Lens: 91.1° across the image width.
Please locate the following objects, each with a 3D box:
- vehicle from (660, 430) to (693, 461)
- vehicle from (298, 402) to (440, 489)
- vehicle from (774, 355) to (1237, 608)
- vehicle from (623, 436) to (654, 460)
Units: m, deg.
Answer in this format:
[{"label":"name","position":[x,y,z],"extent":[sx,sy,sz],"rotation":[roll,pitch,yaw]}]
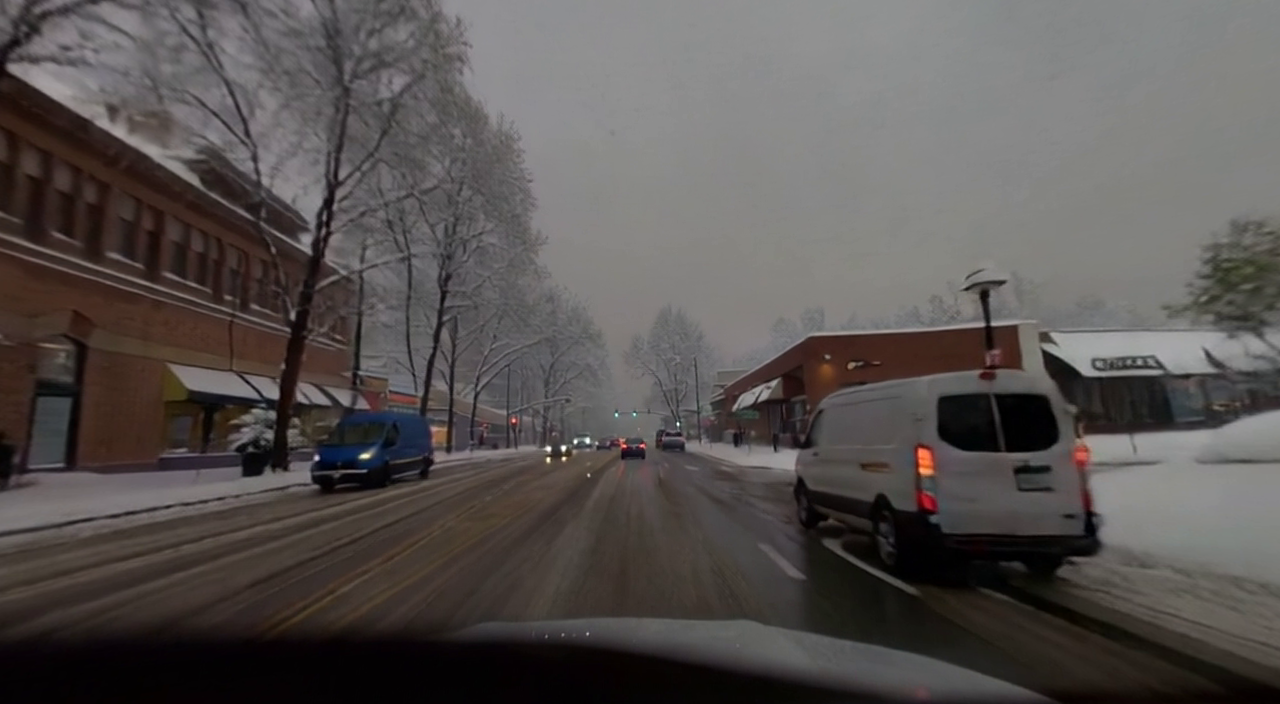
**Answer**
[{"label":"vehicle","position":[2.582,6.434,43.504],"extent":[2.147,1.968,4.478],"rotation":[-1,-8,5]},{"label":"vehicle","position":[-9.053,3.204,21.803],"extent":[2.348,2.588,5.860],"rotation":[0,-8,-1]},{"label":"vehicle","position":[3.453,1.368,7.603],"extent":[2.357,1.986,5.136],"rotation":[0,-8,-2]},{"label":"vehicle","position":[-0.102,7.388,48.660],"extent":[2.274,1.736,4.083],"rotation":[0,-8,0]}]
